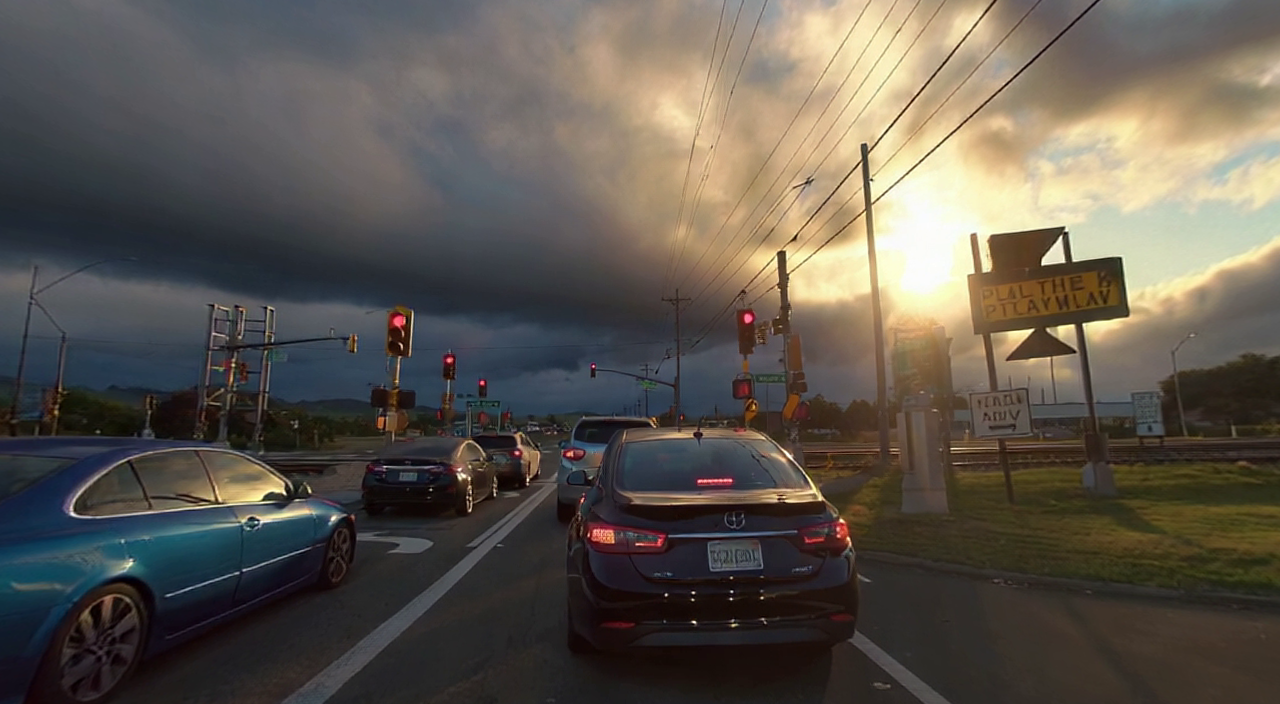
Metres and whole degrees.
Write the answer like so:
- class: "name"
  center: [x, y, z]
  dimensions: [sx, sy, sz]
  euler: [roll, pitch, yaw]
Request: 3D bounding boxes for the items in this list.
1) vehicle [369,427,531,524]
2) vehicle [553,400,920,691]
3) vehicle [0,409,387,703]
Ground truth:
- class: "vehicle"
  center: [-3.362, 2.263, 12.080]
  dimensions: [1.984, 1.505, 3.982]
  euler: [0, -9, -2]
- class: "vehicle"
  center: [0.408, 1.332, 5.460]
  dimensions: [1.998, 1.529, 3.960]
  euler: [1, -9, -4]
- class: "vehicle"
  center: [-3.709, 1.249, 4.450]
  dimensions: [1.956, 1.468, 4.585]
  euler: [0, -9, 0]
